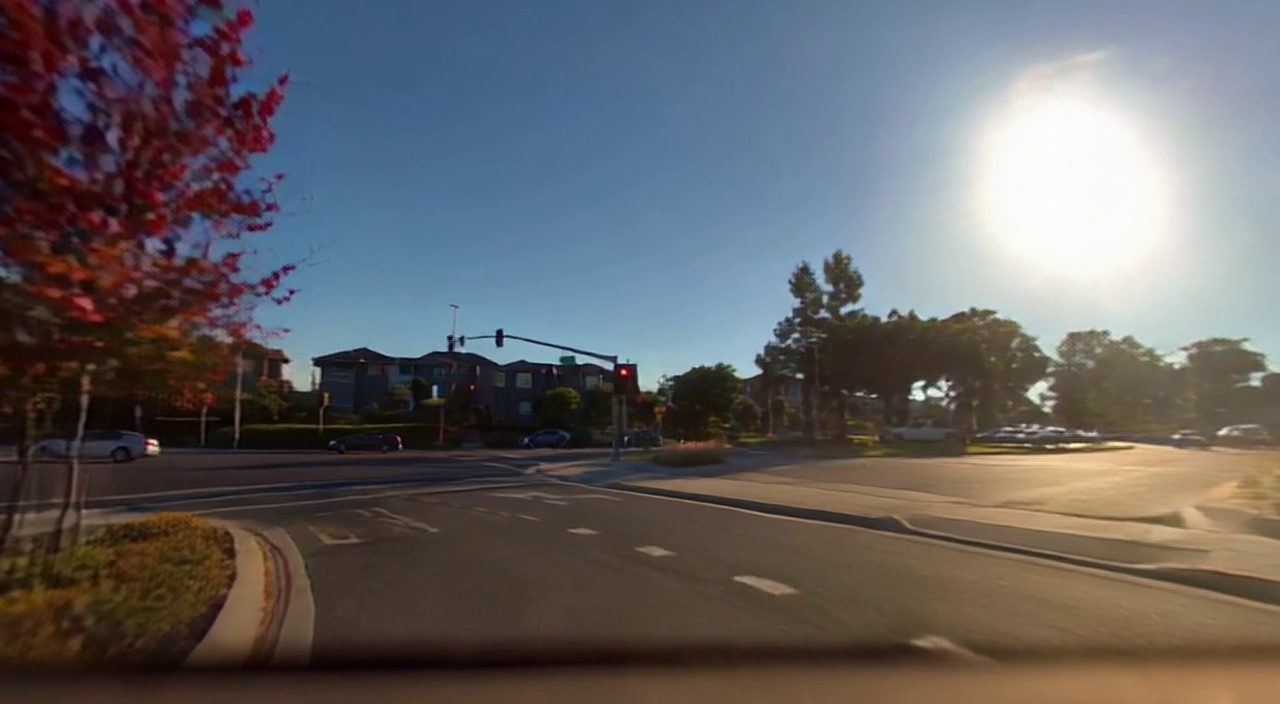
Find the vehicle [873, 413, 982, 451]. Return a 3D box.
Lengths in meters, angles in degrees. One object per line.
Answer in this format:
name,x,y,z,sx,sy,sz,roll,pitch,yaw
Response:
vehicle,18.376,5.172,40.286,5.939,2.249,2.437,-6,-10,33

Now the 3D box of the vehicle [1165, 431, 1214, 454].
vehicle,34.663,5.731,39.716,1.844,1.408,4.212,-6,-10,35

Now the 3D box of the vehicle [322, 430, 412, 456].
vehicle,-16.916,5.668,39.115,1.828,1.462,4.740,-7,-11,39

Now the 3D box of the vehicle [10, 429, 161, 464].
vehicle,-25.461,4.365,29.007,1.847,1.461,4.853,-7,-11,38

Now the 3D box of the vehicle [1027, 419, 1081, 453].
vehicle,25.323,5.185,38.587,2.402,1.920,5.467,-5,-10,30
